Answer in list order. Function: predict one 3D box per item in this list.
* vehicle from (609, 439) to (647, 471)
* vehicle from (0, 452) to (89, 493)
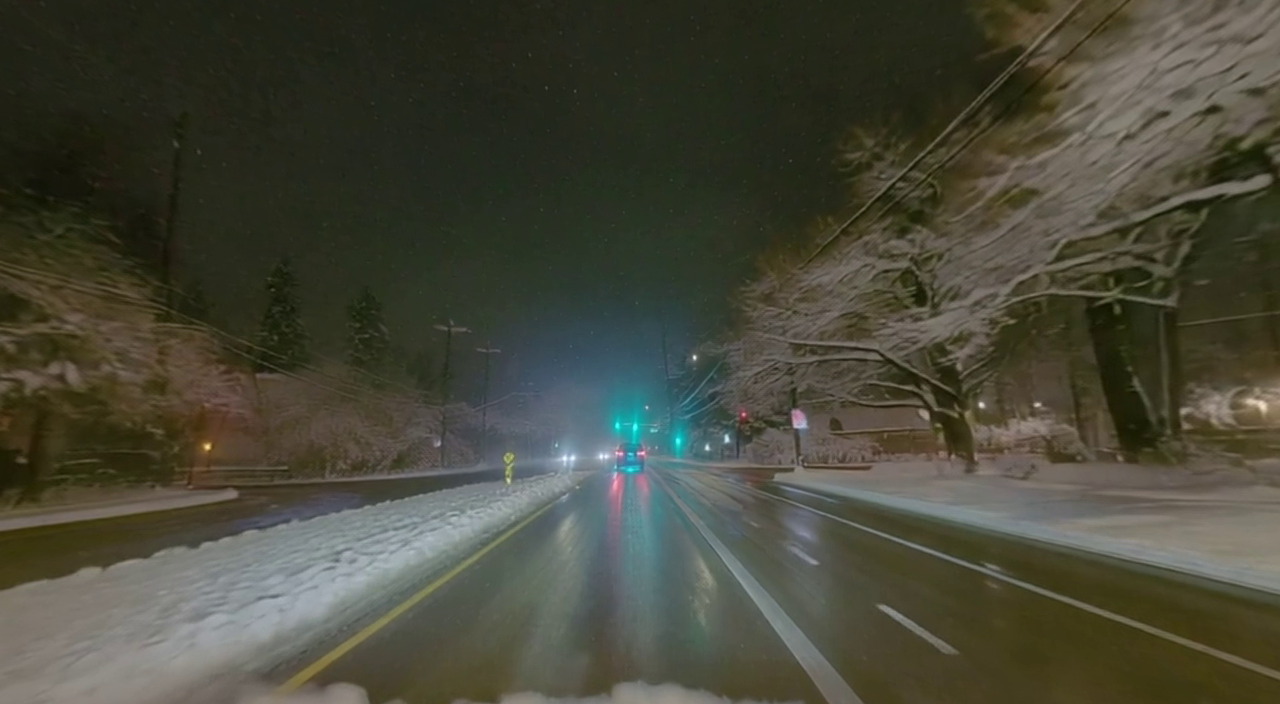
[{"bbox_3d":[-0.690,6.338,39.125,2.230,1.827,4.298,0,-8,0],"label":"vehicle"},{"bbox_3d":[-24.819,4.804,25.561,1.830,1.467,4.270,2,-9,-12],"label":"vehicle"}]
